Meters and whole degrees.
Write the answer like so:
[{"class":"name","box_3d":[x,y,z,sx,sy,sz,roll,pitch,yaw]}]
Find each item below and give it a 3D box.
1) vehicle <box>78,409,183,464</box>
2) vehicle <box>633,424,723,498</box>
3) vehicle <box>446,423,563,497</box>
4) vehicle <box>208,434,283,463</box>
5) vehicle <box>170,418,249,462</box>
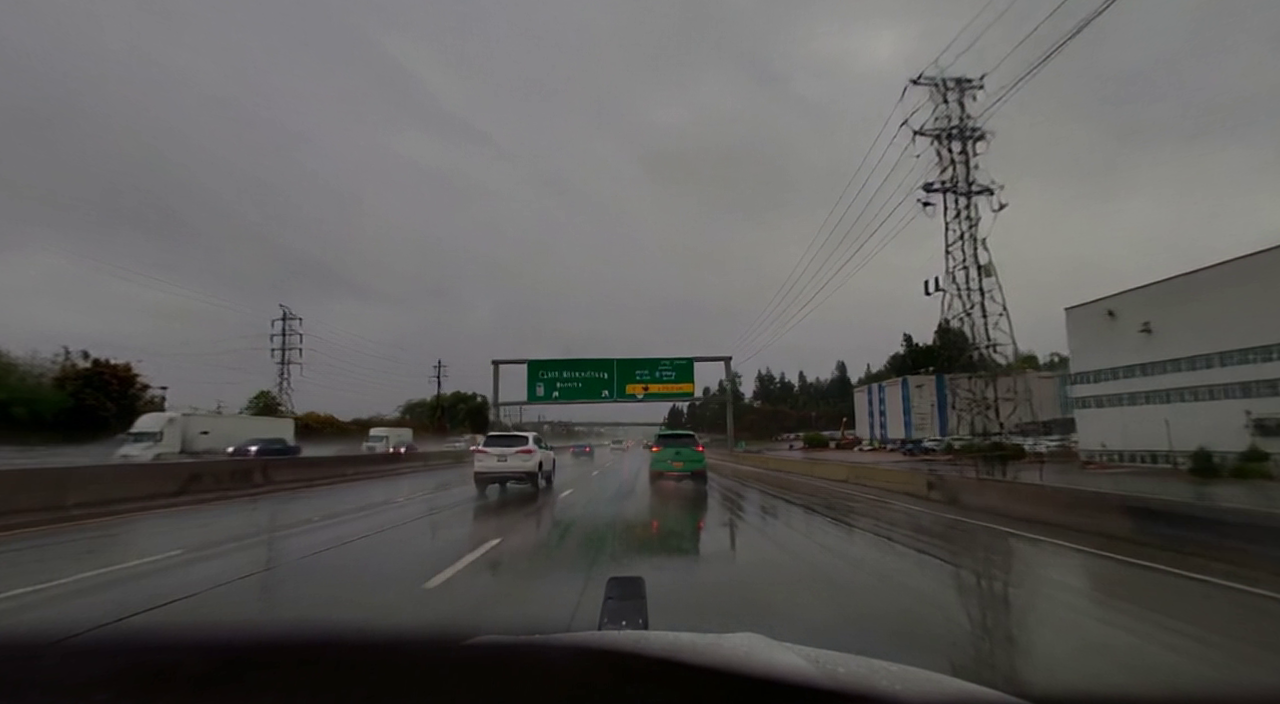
[{"class":"vehicle","box_3d":[-35.688,5.951,44.413,3.285,3.567,4.773,-1,-8,-1]},{"class":"vehicle","box_3d":[0.941,2.883,16.973,2.134,1.733,4.049,0,-8,1]},{"class":"vehicle","box_3d":[-3.540,2.922,17.445,2.125,1.764,4.393,0,-8,1]},{"class":"vehicle","box_3d":[-22.993,5.638,36.936,1.964,1.561,3.688,0,-8,1]},{"class":"vehicle","box_3d":[-31.894,6.555,46.917,2.867,3.154,4.023,0,-8,-1]}]
